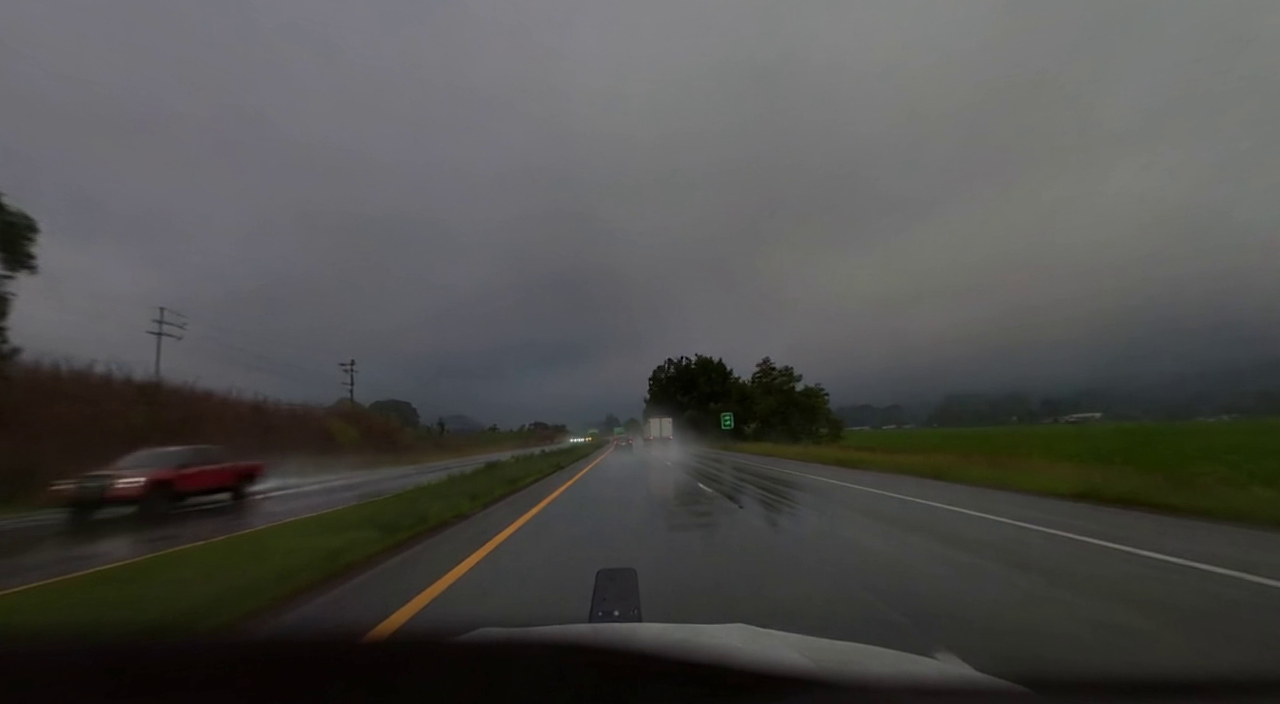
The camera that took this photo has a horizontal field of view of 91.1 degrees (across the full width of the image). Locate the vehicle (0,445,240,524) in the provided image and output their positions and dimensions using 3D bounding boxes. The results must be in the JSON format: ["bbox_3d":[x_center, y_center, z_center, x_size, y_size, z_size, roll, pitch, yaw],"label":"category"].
[{"bbox_3d":[-12.275,3.095,15.370,1.985,1.544,4.619,0,-8,-1],"label":"vehicle"}]
